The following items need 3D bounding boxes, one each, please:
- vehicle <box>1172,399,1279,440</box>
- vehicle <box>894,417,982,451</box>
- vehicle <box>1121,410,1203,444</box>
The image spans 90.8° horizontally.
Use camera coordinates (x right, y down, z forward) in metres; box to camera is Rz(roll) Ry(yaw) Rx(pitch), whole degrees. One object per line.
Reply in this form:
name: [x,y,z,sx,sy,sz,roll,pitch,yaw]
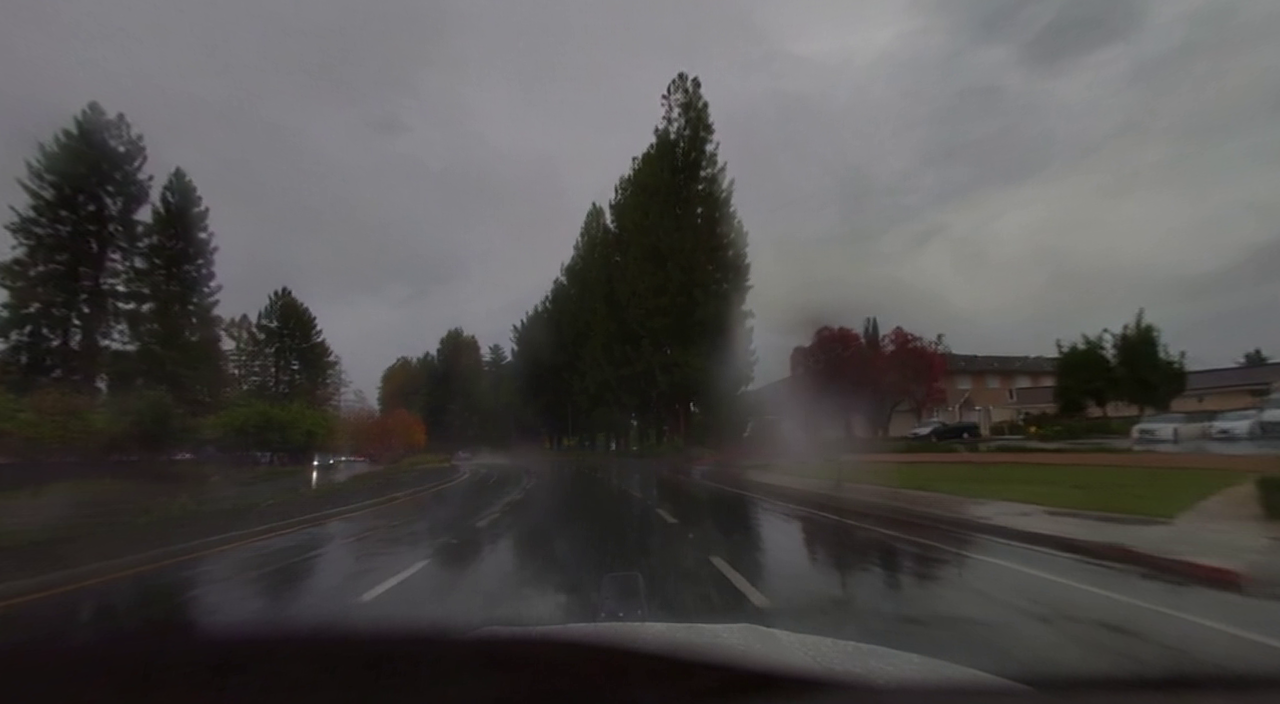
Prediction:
vehicle: [26.068,3.007,27.566,2.033,1.533,4.370,-2,-9,4]
vehicle: [17.766,4.887,37.653,4.802,1.900,2.373,4,-9,-32]
vehicle: [24.286,3.539,29.331,4.230,1.459,1.889,7,-11,-37]
